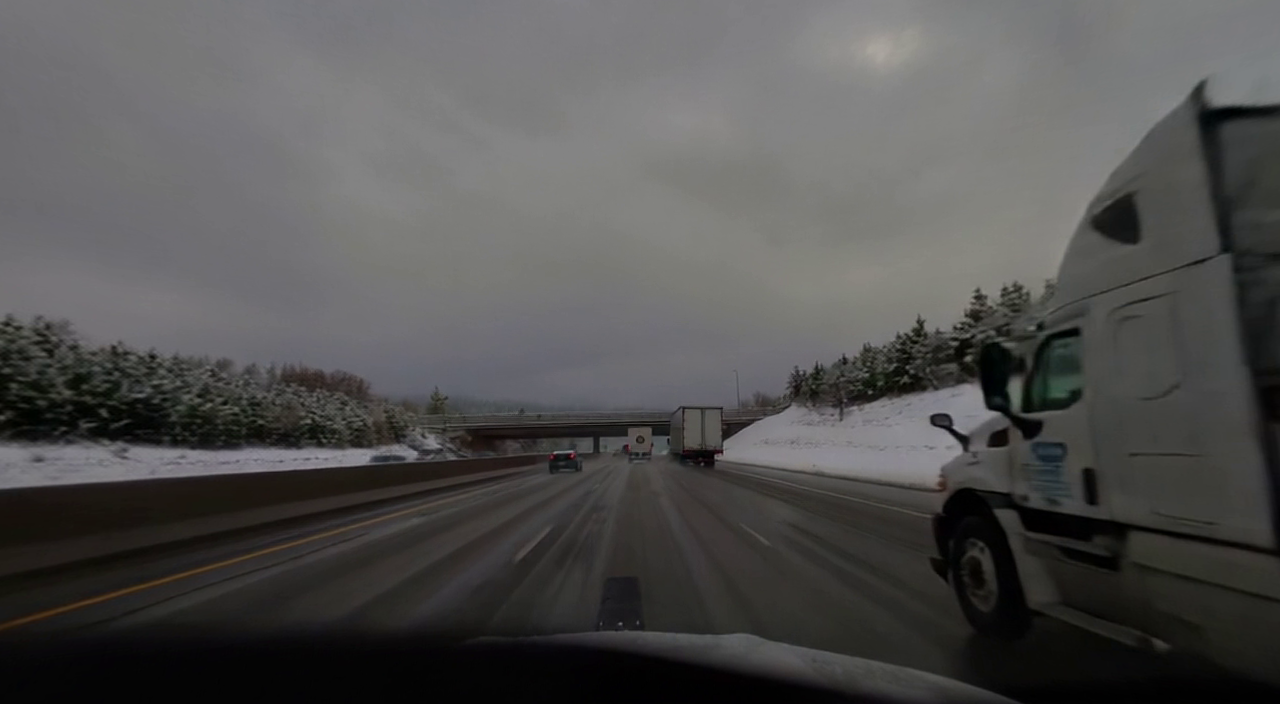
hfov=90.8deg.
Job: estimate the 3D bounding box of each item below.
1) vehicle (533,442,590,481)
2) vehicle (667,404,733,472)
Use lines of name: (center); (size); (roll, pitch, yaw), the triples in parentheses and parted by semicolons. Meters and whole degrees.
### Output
vehicle: (-3.482, 4.938, 28.724); (2.007, 1.647, 3.854); (0, -9, 1)
vehicle: (3.934, 6.434, 46.118); (3.131, 4.037, 16.729); (0, -9, 0)
